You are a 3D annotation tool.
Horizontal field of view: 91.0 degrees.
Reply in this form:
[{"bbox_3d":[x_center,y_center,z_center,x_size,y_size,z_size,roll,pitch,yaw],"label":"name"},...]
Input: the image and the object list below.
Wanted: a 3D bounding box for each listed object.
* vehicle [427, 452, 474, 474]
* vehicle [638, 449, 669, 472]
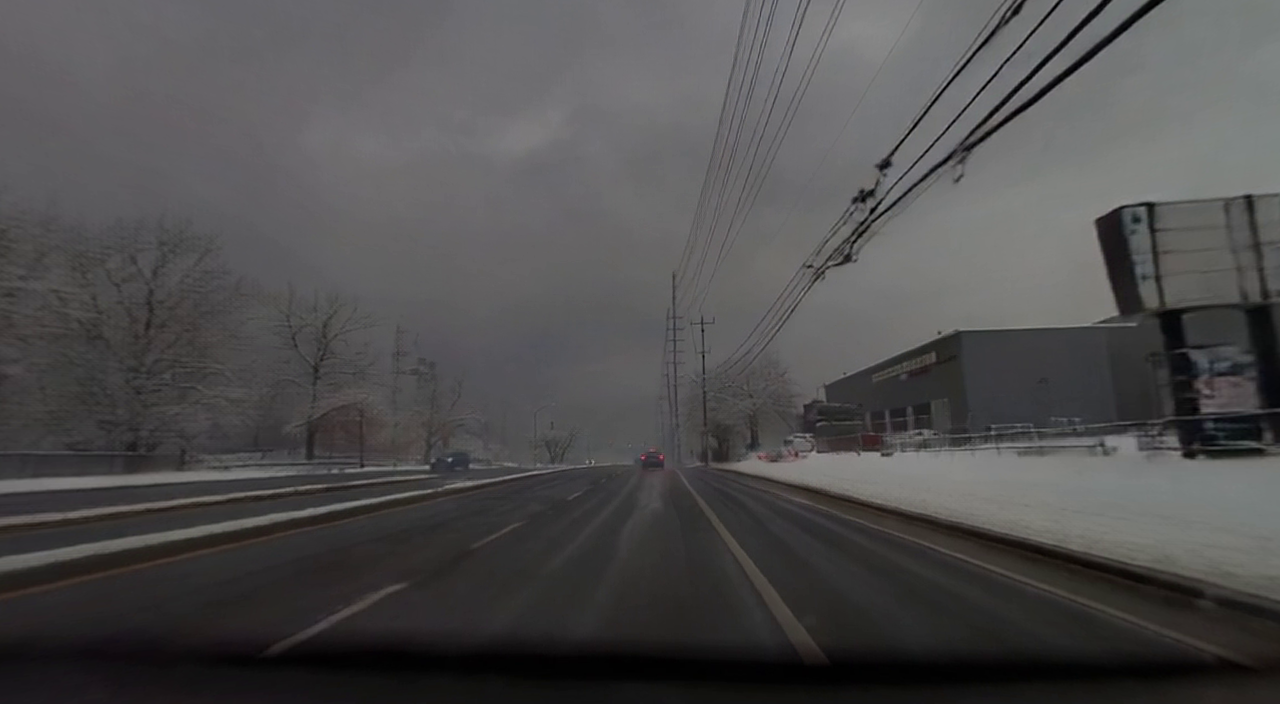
[{"bbox_3d":[-13.424,7.884,44.908,1.831,1.474,4.352,-1,-8,2],"label":"vehicle"},{"bbox_3d":[0.932,7.628,44.499,2.114,1.492,4.453,0,-8,1],"label":"vehicle"}]
